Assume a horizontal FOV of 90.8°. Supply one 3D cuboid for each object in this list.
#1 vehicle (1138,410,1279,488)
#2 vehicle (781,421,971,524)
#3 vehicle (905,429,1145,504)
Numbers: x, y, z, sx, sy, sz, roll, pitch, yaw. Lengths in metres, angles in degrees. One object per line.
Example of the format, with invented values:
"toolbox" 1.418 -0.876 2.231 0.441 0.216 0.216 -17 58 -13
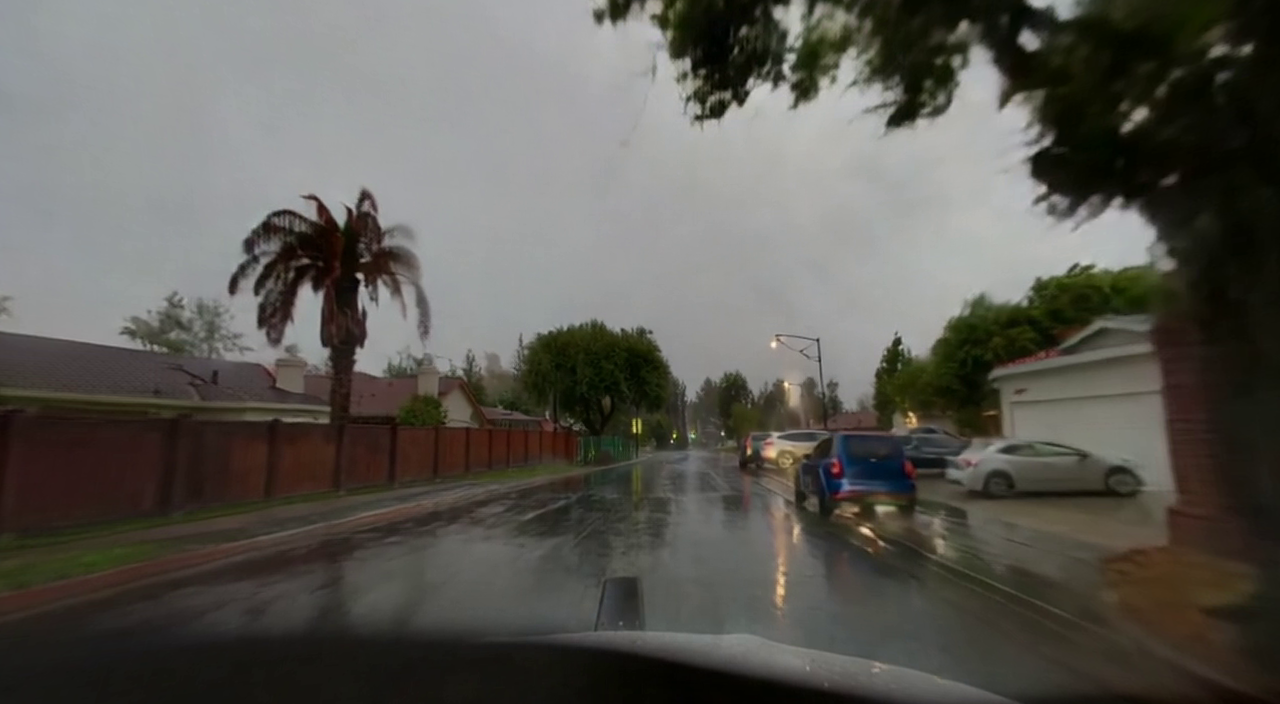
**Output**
"vehicle" 13.267 1.969 12.966 4.246 1.488 1.943 -2 -8 14
"vehicle" 4.430 2.324 12.808 2.051 1.676 4.497 -1 -8 -1
"vehicle" 8.327 2.499 13.997 4.057 1.483 1.828 -1 -8 3
